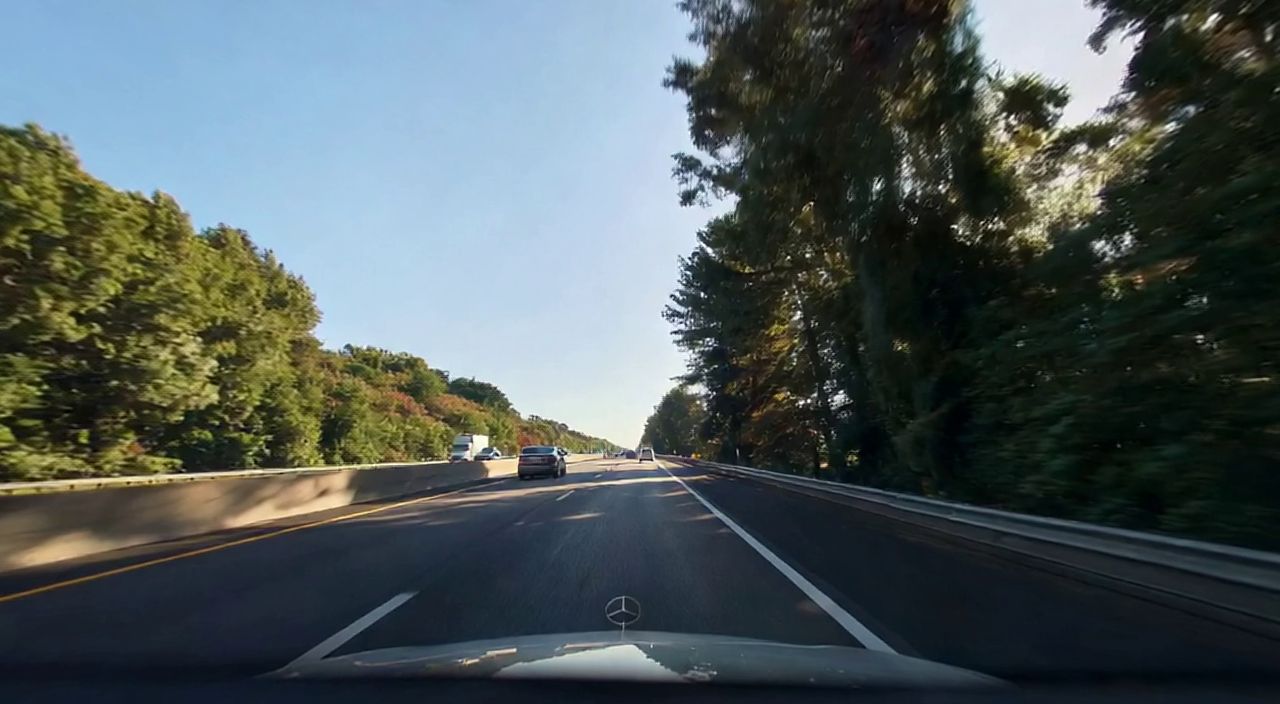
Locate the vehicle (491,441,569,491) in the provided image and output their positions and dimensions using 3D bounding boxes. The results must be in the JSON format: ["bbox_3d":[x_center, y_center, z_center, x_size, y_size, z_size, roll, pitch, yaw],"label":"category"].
[{"bbox_3d":[-3.976,4.200,23.583,2.095,1.664,4.305,0,-9,1],"label":"vehicle"}]
